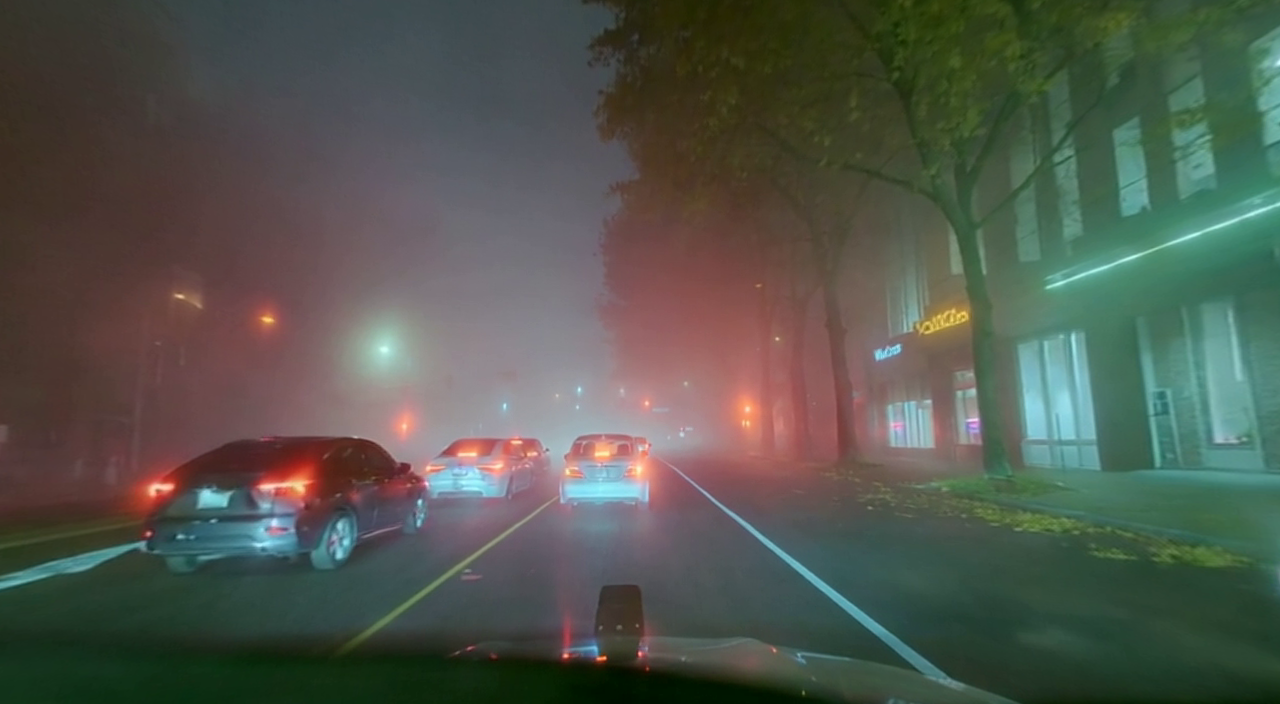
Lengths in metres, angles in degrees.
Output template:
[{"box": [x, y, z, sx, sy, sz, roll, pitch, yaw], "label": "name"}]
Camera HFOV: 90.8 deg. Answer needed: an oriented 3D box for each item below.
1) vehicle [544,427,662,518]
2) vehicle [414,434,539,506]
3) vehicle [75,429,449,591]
[{"box": [-0.651, 2.378, 12.962, 2.042, 1.555, 3.912, 0, -9, -1], "label": "vehicle"}, {"box": [-3.759, 2.795, 15.362, 1.950, 1.487, 4.130, 0, -9, 0], "label": "vehicle"}, {"box": [-4.152, 1.789, 8.090, 2.020, 1.457, 4.496, 0, -9, 0], "label": "vehicle"}]
